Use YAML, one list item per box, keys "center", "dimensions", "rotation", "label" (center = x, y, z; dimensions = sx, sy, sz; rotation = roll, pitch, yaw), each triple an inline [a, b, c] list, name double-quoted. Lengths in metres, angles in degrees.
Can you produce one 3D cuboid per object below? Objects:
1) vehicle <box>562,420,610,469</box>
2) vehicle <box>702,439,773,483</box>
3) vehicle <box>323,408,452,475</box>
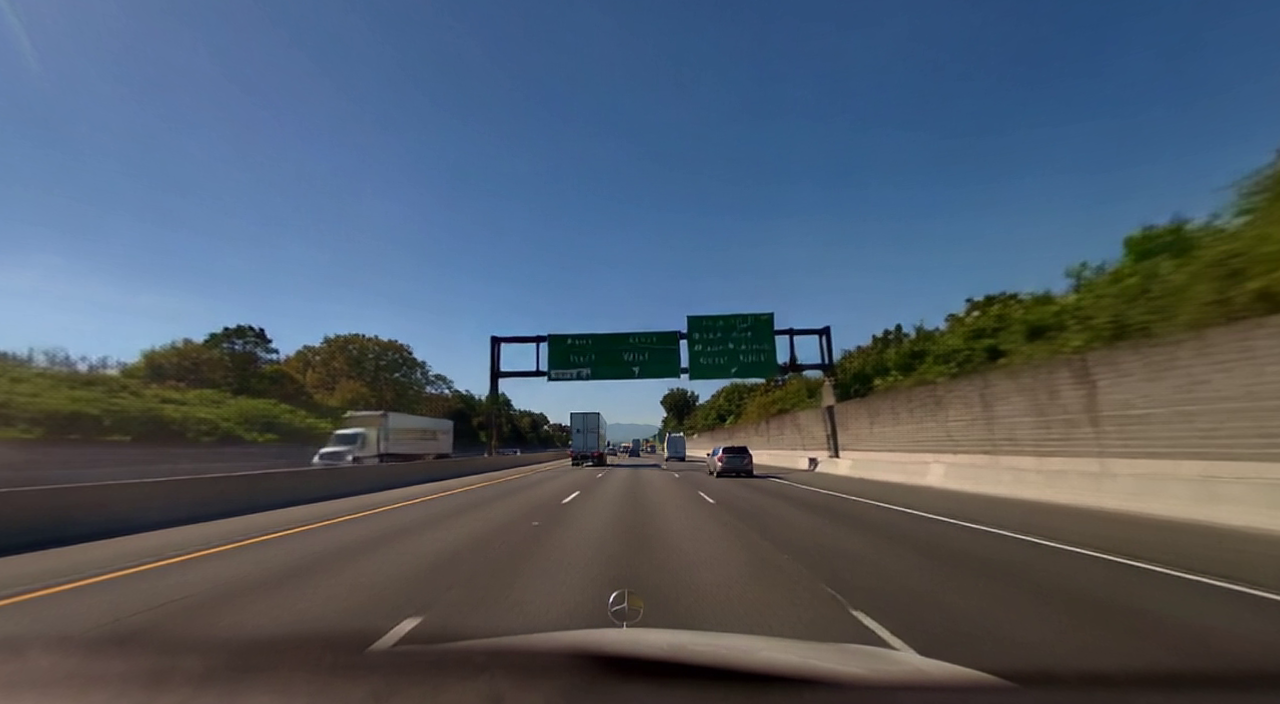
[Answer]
- center: [-3.696, 6.602, 44.819]
  dimensions: [2.667, 3.195, 6.731]
  rotation: [0, -9, 1]
  label: "vehicle"
- center: [3.661, 4.197, 24.409]
  dimensions: [1.983, 1.545, 4.038]
  rotation: [0, -9, -1]
  label: "vehicle"
- center: [-18.710, 7.053, 49.004]
  dimensions: [3.193, 4.259, 17.218]
  rotation: [0, -9, -1]
  label: "vehicle"
